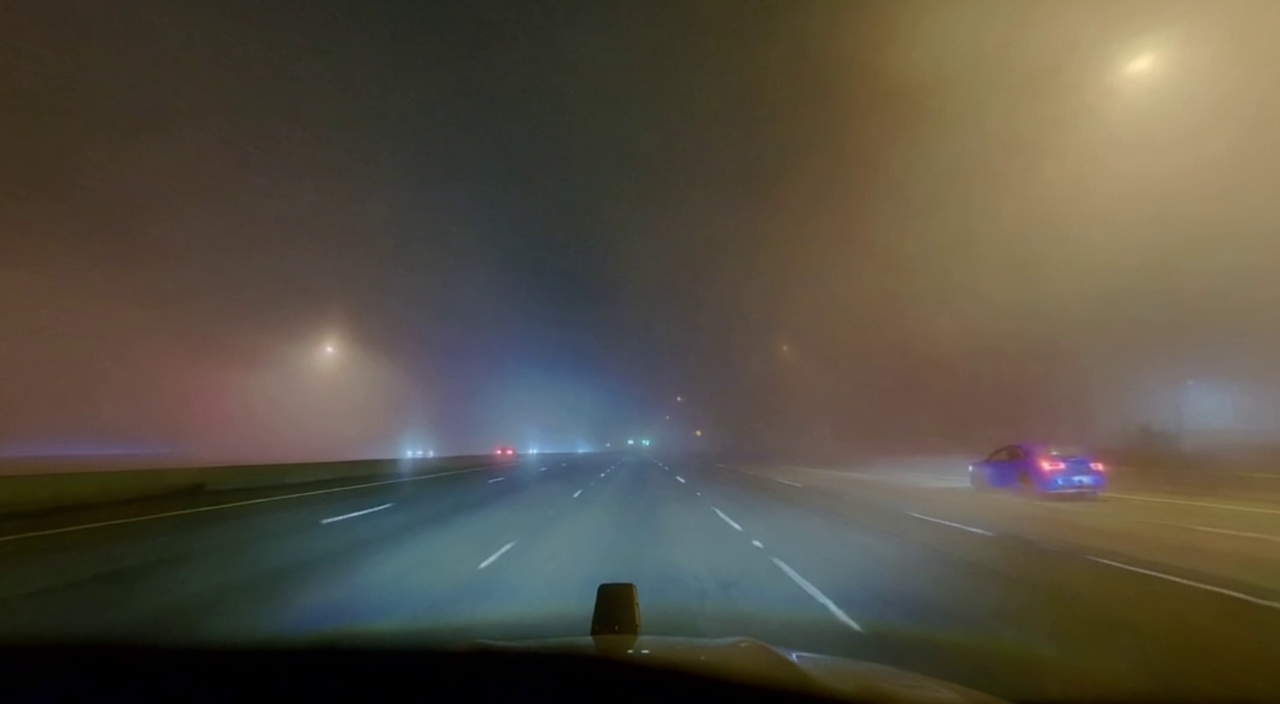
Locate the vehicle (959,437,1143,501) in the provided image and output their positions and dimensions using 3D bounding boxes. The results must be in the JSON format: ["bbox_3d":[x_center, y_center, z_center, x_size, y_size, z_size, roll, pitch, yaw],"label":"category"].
[{"bbox_3d":[10.996,3.141,17.419,1.985,1.493,4.486,0,-9,-1],"label":"vehicle"}]
